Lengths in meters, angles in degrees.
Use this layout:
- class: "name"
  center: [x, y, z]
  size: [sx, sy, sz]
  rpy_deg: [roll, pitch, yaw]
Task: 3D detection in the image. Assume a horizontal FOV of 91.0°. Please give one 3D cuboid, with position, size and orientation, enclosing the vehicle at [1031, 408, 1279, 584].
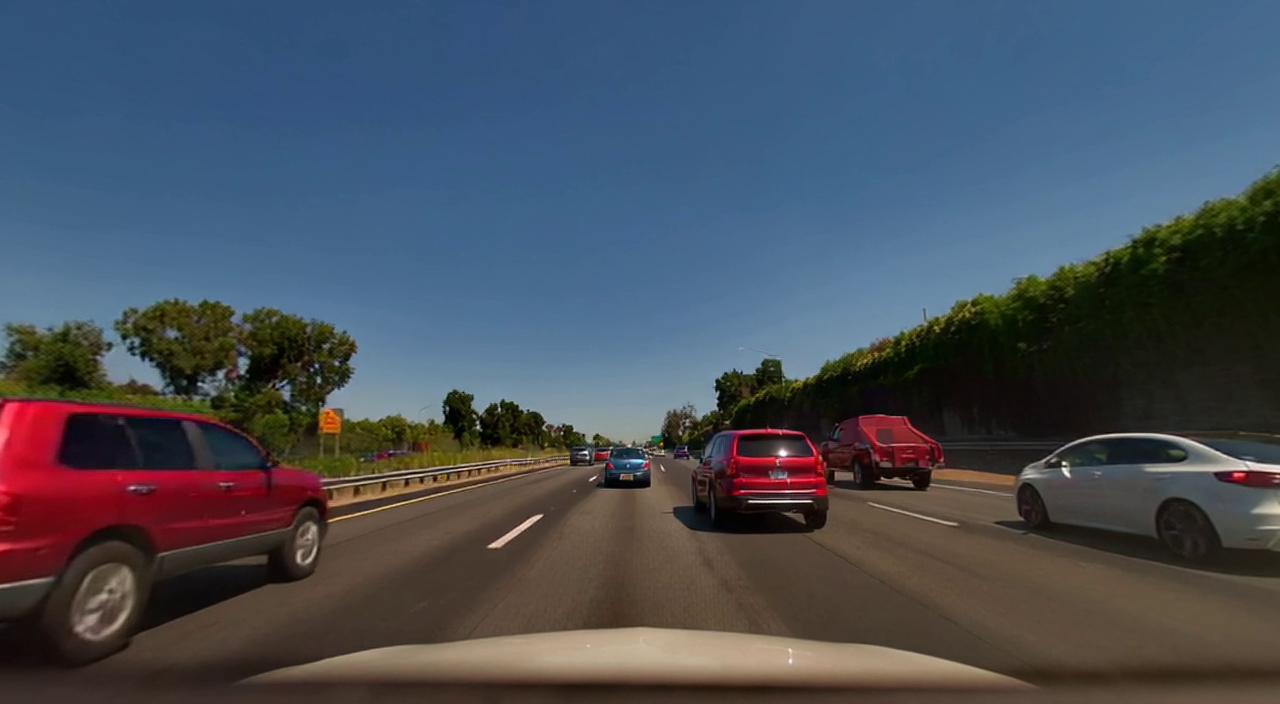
- class: "vehicle"
  center: [7.039, 1.590, 7.401]
  size: [1.972, 1.647, 4.429]
  rpy_deg: [0, -9, -1]

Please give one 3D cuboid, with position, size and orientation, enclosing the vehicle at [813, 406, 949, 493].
- class: "vehicle"
  center: [7.855, 3.299, 21.393]
  size: [2.390, 2.503, 5.788]
  rpy_deg: [0, -9, 1]

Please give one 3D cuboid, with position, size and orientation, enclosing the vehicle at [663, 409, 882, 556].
- class: "vehicle"
  center: [1.677, 1.874, 9.625]
  size: [2.230, 1.740, 3.976]
  rpy_deg: [1, -9, -4]

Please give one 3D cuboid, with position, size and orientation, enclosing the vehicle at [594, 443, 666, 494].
- class: "vehicle"
  center: [-0.272, 3.810, 20.883]
  size: [2.157, 1.495, 4.038]
  rpy_deg: [0, -9, 1]

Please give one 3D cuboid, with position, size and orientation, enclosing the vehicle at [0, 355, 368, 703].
- class: "vehicle"
  center: [-4.272, 1.188, 5.063]
  size: [2.047, 1.755, 4.638]
  rpy_deg: [0, -9, 0]

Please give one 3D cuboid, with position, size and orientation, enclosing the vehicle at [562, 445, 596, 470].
- class: "vehicle"
  center: [-4.163, 7.264, 43.428]
  size: [1.889, 1.600, 4.043]
  rpy_deg: [0, -9, 1]
